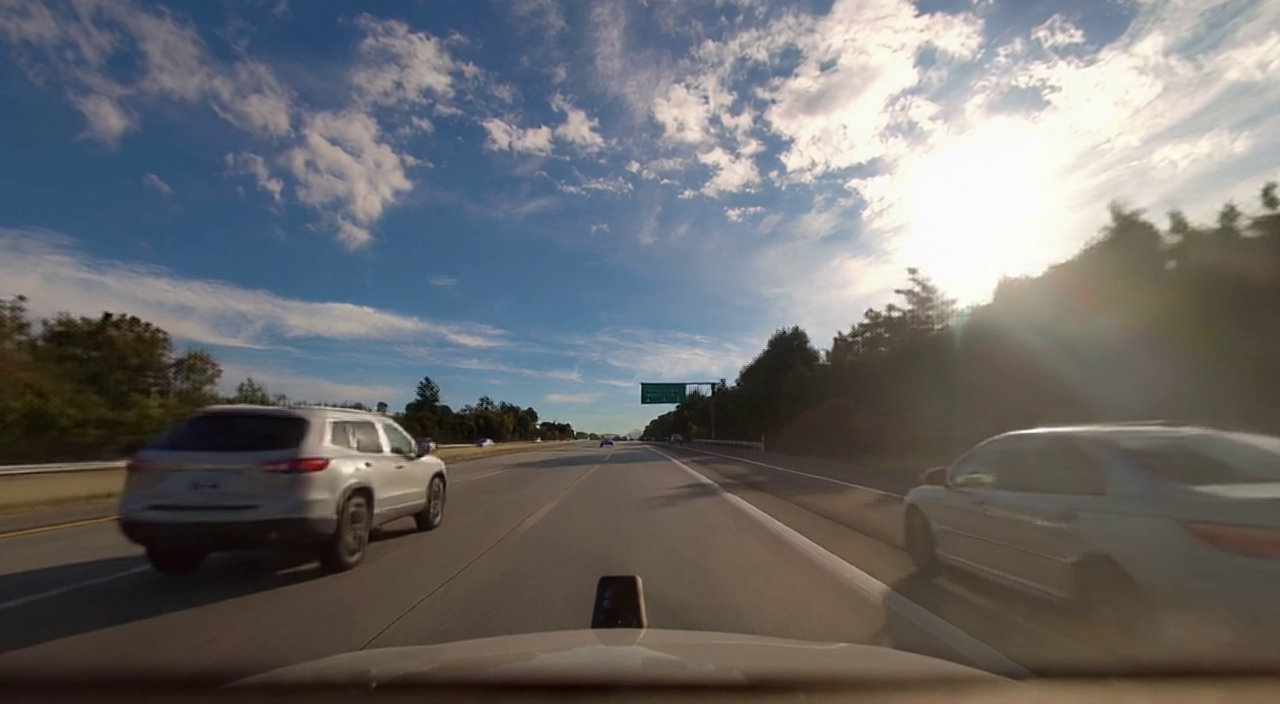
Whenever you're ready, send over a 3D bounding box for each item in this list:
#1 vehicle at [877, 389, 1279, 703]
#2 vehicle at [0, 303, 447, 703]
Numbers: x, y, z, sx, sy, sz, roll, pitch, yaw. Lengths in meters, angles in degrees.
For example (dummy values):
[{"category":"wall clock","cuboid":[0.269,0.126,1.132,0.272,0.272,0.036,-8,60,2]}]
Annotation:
[{"category":"vehicle","cuboid":[3.591,1.176,4.761,1.817,1.465,4.415,0,-8,-1]},{"category":"vehicle","cuboid":[-3.592,1.033,5.528,2.106,1.779,5.610,0,-8,-1]}]
